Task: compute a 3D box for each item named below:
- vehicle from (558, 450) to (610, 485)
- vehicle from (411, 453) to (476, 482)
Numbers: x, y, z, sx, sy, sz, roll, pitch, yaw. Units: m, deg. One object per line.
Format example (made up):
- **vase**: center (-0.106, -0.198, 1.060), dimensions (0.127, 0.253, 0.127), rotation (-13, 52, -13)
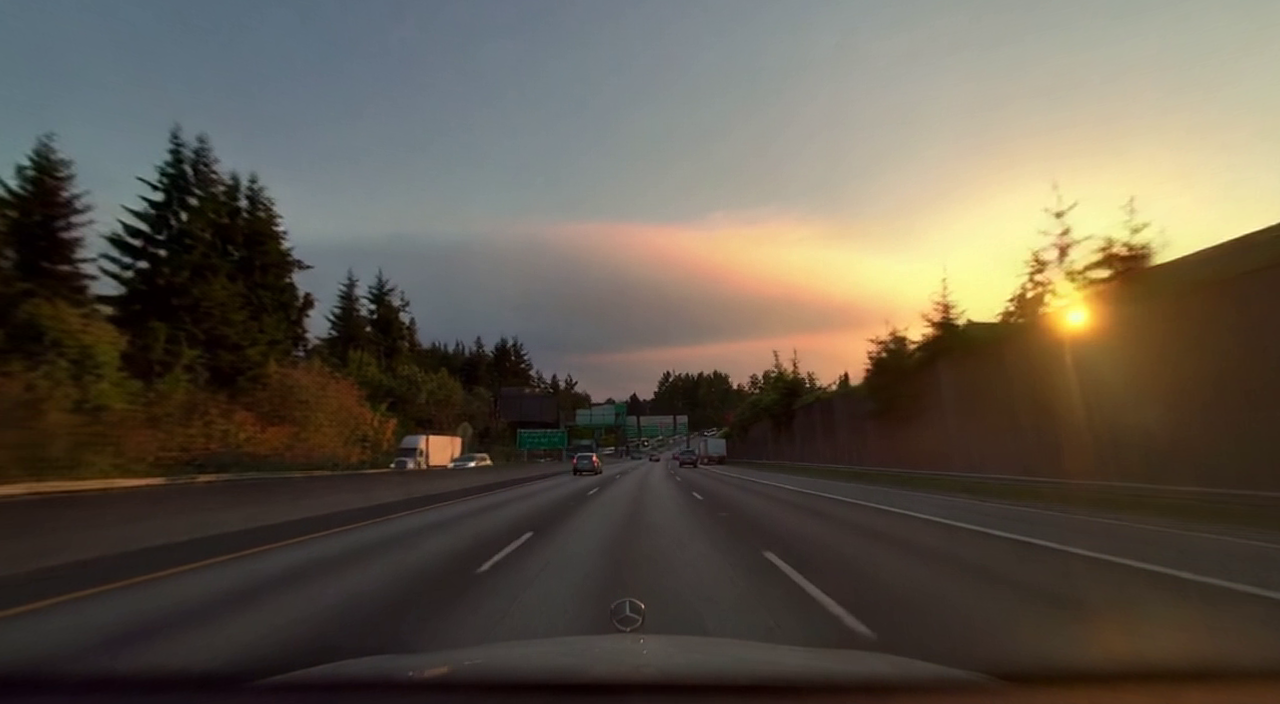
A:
- **vehicle**: center (-2.595, 5.514, 30.288), dimensions (2.035, 1.513, 4.272), rotation (0, -9, 1)
- **vehicle**: center (-10.432, 6.152, 33.824), dimensions (1.900, 1.467, 4.480), rotation (0, -9, 2)
